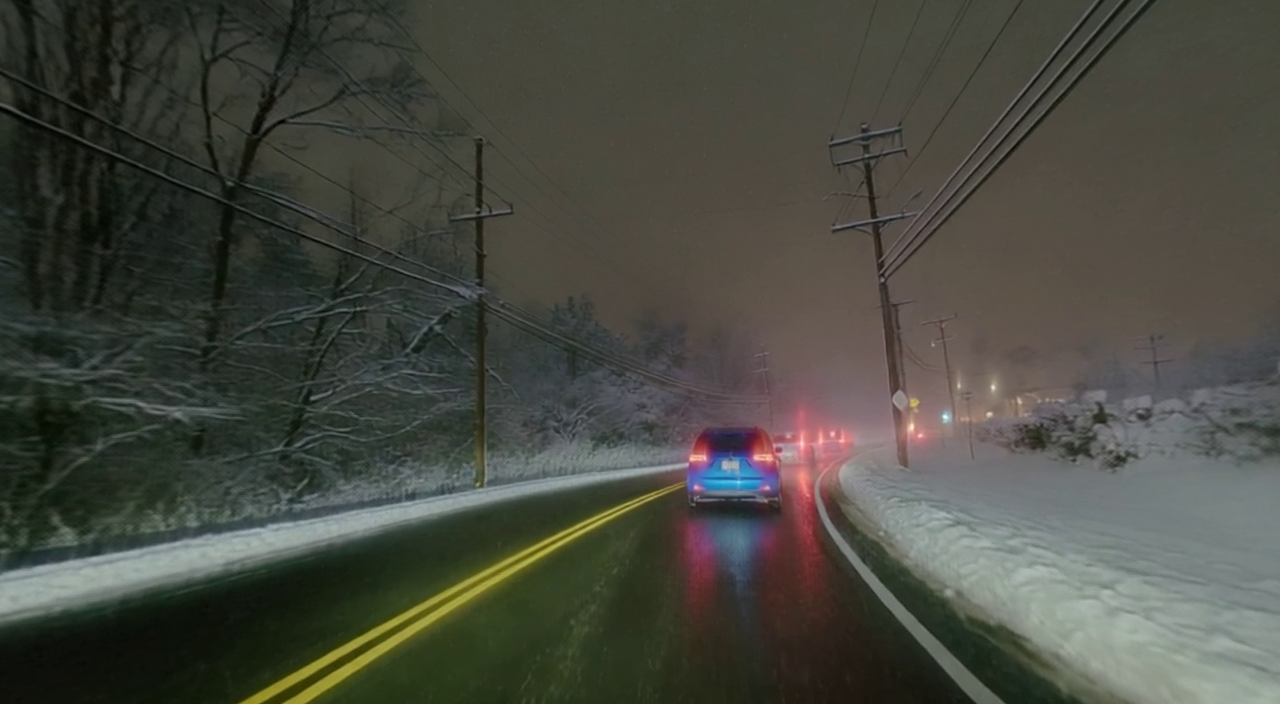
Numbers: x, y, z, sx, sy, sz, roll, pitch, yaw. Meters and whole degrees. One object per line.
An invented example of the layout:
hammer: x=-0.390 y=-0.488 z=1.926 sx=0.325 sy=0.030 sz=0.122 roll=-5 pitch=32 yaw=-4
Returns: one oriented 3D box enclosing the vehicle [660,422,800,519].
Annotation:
vehicle: x=1.982 y=2.264 z=12.568 sx=2.157 sy=1.565 sz=4.243 roll=-3 pitch=-9 yaw=16
